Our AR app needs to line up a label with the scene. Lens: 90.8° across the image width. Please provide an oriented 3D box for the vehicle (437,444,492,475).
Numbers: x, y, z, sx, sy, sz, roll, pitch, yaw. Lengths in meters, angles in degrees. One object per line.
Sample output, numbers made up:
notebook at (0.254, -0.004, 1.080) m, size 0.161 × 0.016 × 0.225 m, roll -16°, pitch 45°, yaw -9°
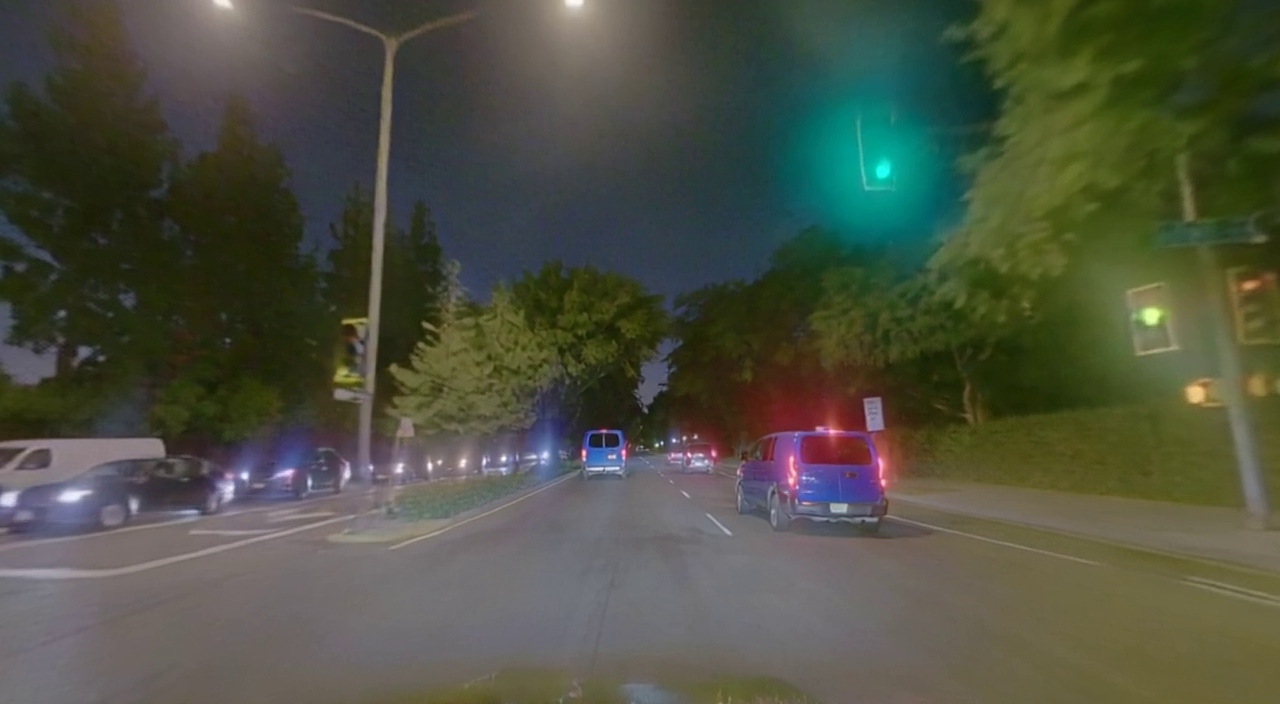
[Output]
vehicle at (-11.136, 6.810, 40.370) m, size 2.091 × 1.806 × 4.859 m, roll 0°, pitch -9°, yaw 0°

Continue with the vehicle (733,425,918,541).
vehicle at (3.031, 2.230, 11.364) m, size 1.965 × 1.671 × 4.146 m, roll 0°, pitch -9°, yaw -1°

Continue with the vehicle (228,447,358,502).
vehicle at (-11.279, 3.954, 20.921) m, size 1.956 × 1.625 × 4.123 m, roll 0°, pitch -9°, yaw 0°

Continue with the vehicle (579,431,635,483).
vehicle at (-1.359, 4.584, 27.795) m, size 2.228 × 2.054 × 4.309 m, roll 0°, pitch -9°, yaw 0°

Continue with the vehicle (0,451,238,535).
vehicle at (-11.331, 2.947, 13.889) m, size 2.128 × 1.496 × 4.432 m, roll 0°, pitch -9°, yaw -2°

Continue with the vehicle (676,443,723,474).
vehicle at (3.414, 6.200, 36.993) m, size 2.248 × 1.692 × 4.252 m, roll 0°, pitch -9°, yaw -1°

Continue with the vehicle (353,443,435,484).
vehicle at (-10.996, 4.977, 28.566) m, size 1.988 × 1.689 × 4.047 m, roll 0°, pitch -9°, yaw 1°
